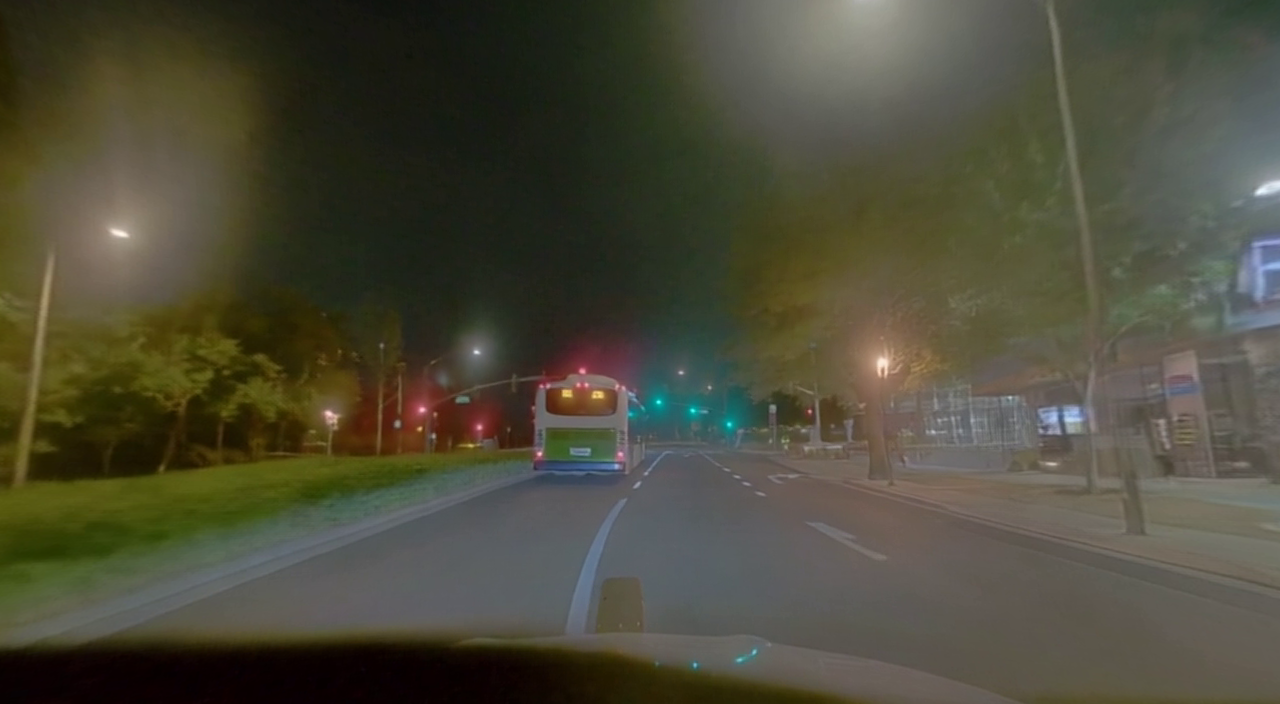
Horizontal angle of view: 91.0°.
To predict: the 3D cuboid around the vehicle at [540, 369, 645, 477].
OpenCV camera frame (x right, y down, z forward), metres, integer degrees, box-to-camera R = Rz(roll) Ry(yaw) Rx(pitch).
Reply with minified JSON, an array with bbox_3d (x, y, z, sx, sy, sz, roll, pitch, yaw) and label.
[{"bbox_3d":[-1.464,3.088,25.699,3.031,3.429,11.005,0,-9,2],"label":"vehicle"}]
